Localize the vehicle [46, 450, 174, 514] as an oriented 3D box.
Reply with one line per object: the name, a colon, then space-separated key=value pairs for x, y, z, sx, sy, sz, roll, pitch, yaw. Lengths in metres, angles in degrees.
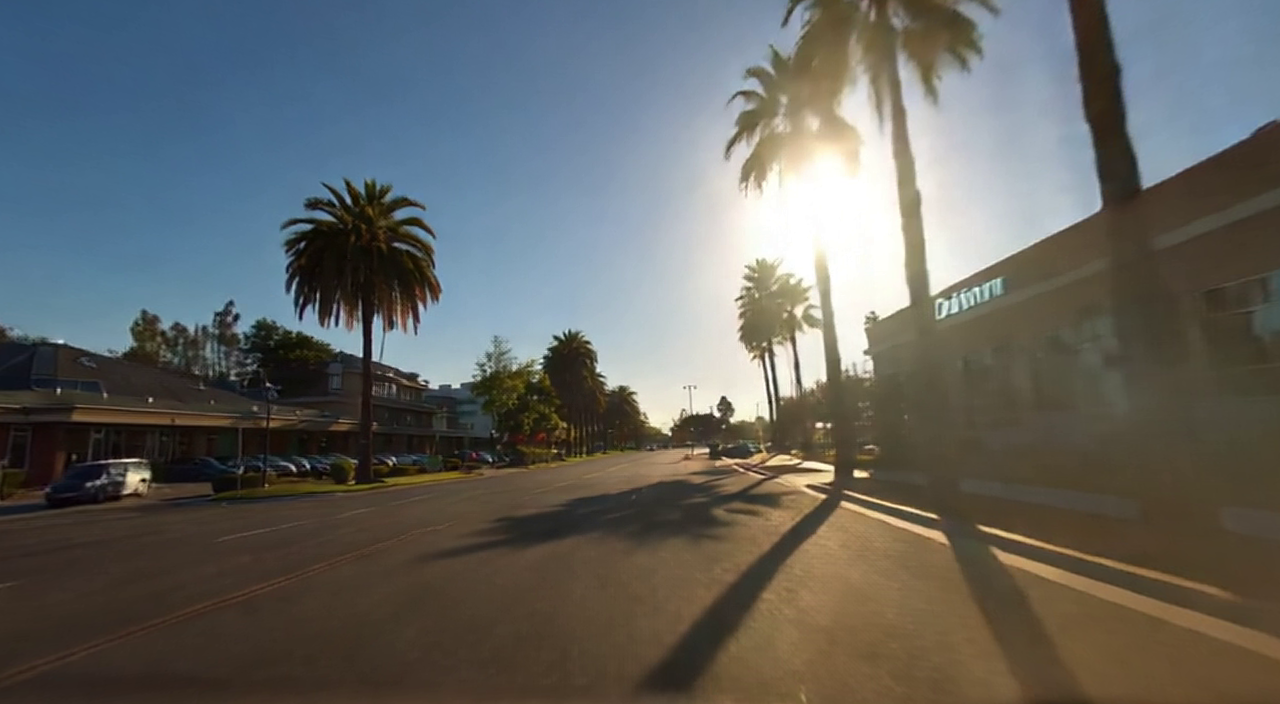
vehicle: x=-17.749 y=4.250 z=21.107 sx=4.651 sy=1.863 sz=2.174 roll=-7 pitch=-11 yaw=37

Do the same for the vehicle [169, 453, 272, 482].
vehicle: x=-27.311 y=7.513 z=41.224 sx=5.193 sy=1.830 sz=2.049 roll=0 pitch=-9 yaw=0
